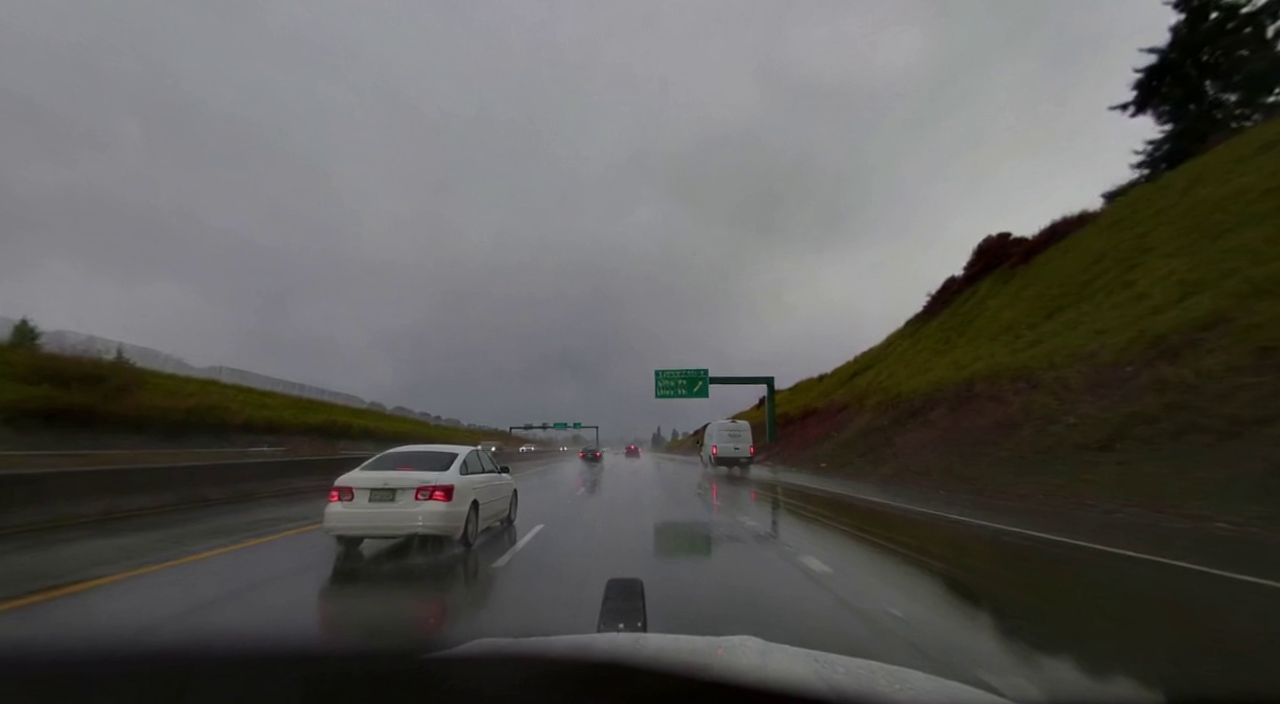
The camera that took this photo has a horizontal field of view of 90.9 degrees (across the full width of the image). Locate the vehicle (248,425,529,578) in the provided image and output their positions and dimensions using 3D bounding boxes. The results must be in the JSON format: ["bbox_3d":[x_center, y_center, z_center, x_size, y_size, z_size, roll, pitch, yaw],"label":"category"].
[{"bbox_3d":[-2.958,1.888,8.794,1.939,1.513,4.773,0,-9,0],"label":"vehicle"}]

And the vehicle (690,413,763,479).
[{"bbox_3d":[3.701,4.221,28.292,2.361,2.636,5.684,0,-9,-1],"label":"vehicle"}]
